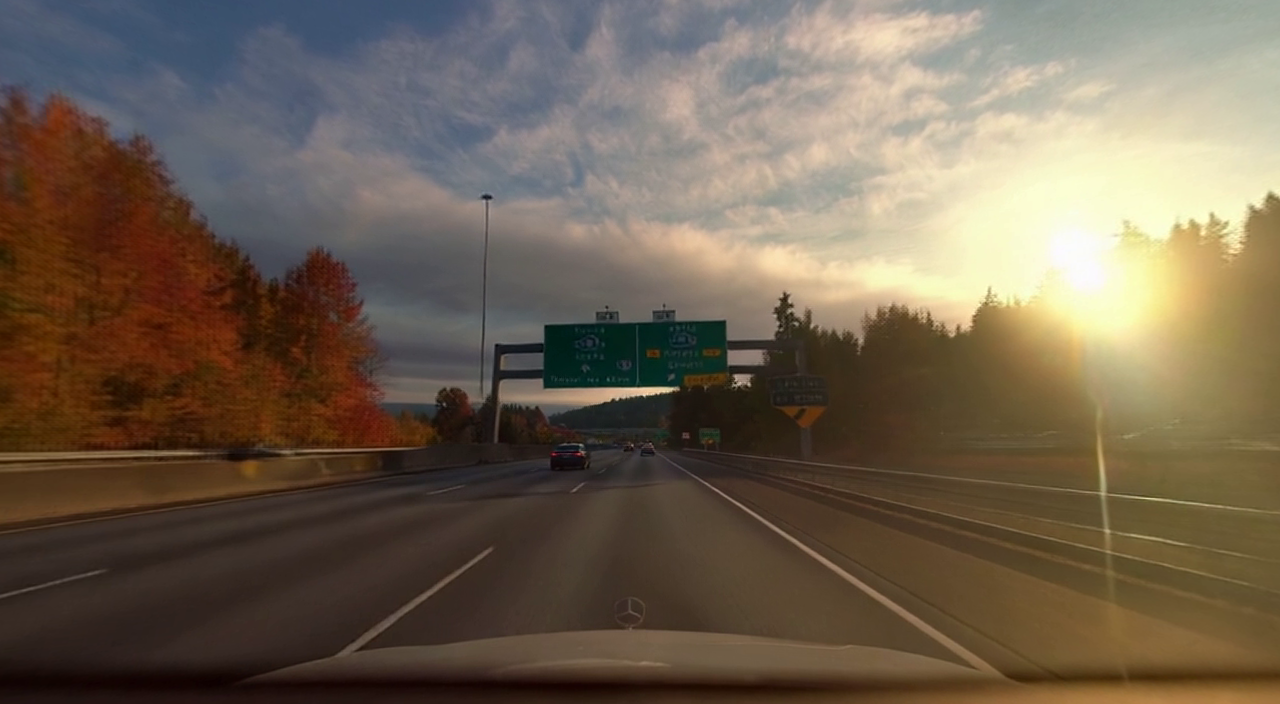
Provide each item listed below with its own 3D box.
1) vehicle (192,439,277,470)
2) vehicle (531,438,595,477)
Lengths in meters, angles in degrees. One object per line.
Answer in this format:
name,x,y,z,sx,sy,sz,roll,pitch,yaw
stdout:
vehicle,-24.000,6.061,37.481,2.016,1.705,4.790,0,-8,-2
vehicle,-3.358,4.703,28.419,2.061,1.572,4.814,0,-8,3
